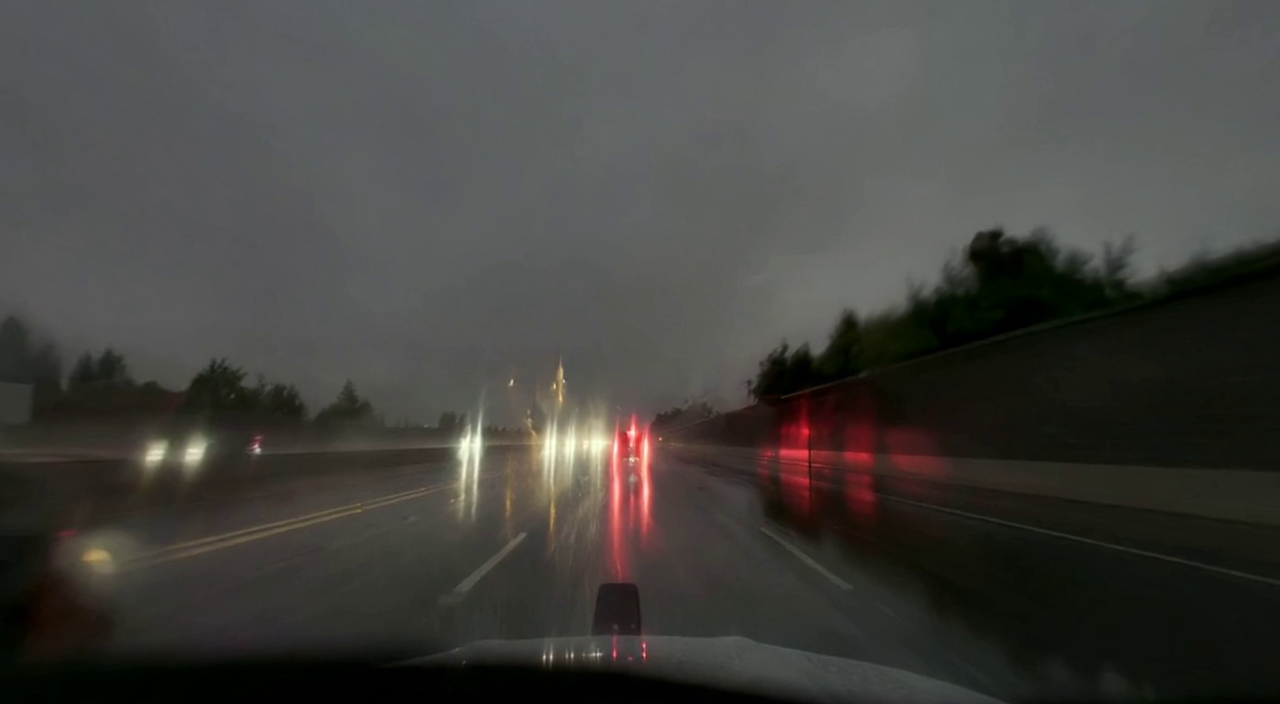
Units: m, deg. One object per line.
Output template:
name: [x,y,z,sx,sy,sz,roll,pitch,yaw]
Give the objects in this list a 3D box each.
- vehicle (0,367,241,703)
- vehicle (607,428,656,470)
vehicle: [-3.428,0.758,1.582,2.039,1.602,4.317,0,-8,-1]
vehicle: [-0.501,5.001,32.658,2.382,1.973,4.439,0,-8,-2]
